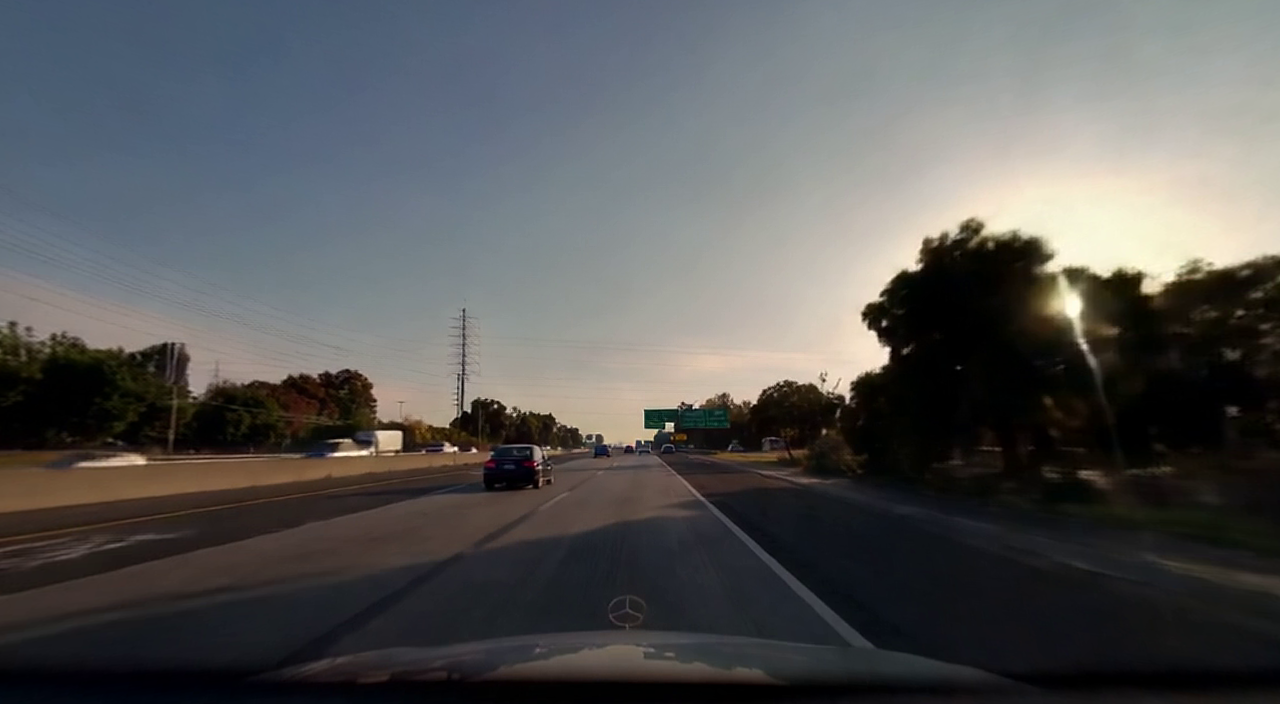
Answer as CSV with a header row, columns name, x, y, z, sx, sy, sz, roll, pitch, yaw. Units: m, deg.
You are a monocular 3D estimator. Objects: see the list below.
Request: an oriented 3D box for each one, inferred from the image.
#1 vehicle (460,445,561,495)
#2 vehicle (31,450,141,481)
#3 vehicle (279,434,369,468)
name,x,y,z,sx,sy,sz,roll,pitch,yaw
vehicle,-3.817,3.573,19.517,2.048,1.368,4.613,0,-9,1
vehicle,-29.633,6.070,33.951,1.838,1.497,4.494,0,-9,0
vehicle,-18.308,5.789,36.950,2.287,1.829,5.763,0,-9,0
